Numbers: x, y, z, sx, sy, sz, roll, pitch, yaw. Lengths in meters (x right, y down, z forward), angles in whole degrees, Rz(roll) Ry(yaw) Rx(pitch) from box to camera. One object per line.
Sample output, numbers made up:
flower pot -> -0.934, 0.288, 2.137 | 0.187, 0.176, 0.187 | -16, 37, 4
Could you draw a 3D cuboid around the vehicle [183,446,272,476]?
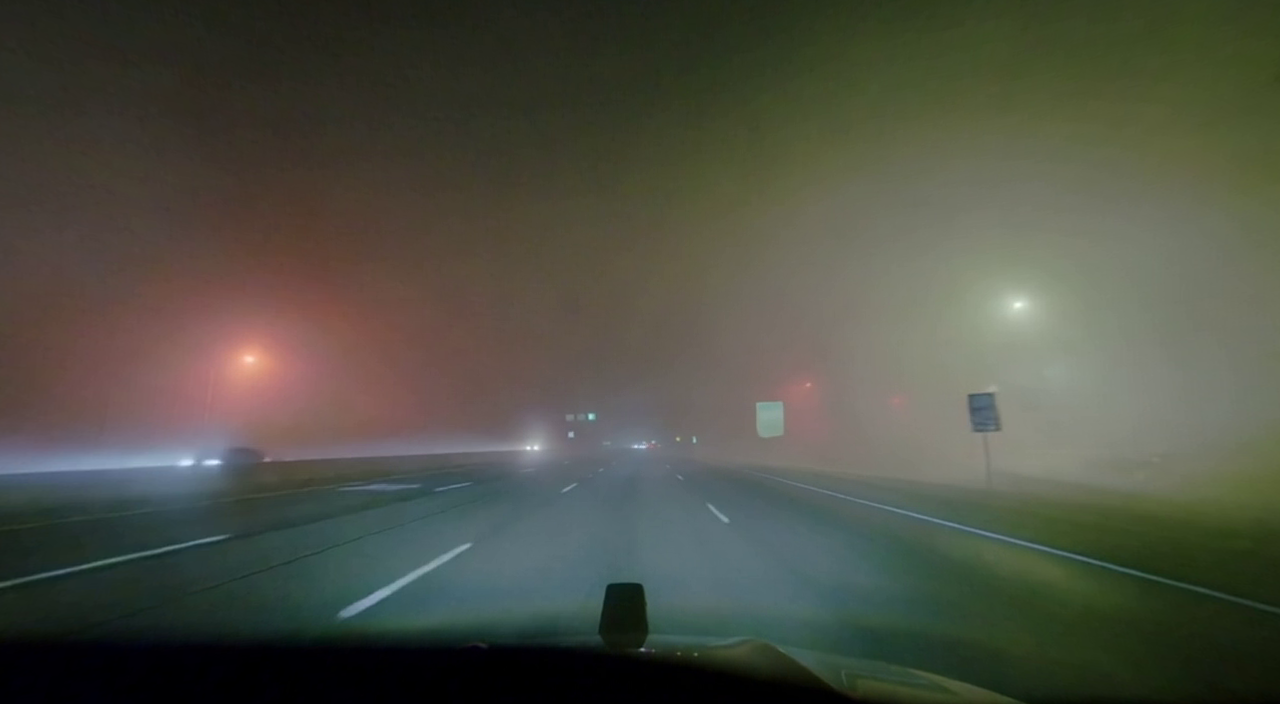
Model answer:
vehicle -> -23.360, 6.163, 35.943 | 1.863, 1.584, 4.527 | 0, -8, 3
